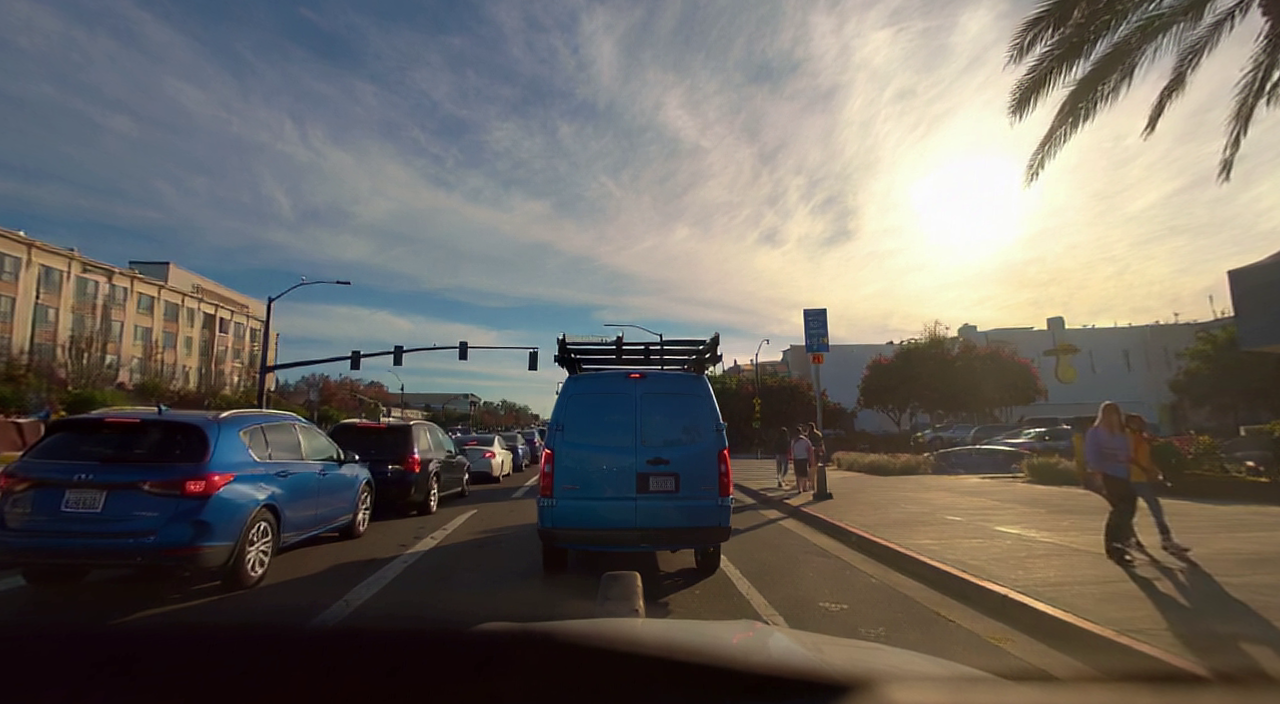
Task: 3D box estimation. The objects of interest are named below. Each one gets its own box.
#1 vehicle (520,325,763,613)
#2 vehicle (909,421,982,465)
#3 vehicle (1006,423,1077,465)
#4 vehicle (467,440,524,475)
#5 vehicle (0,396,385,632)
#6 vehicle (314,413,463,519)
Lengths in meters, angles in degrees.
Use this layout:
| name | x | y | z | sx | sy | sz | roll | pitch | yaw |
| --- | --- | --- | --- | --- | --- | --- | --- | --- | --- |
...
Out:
| name | x | y | z | sx | sy | sz | roll | pitch | yaw |
| --- | --- | --- | --- | --- | --- | --- | --- | --- | --- |
| vehicle | -0.192 | 1.222 | 7.179 | 1.902 | 2.238 | 4.263 | 1 | -9 | -6 |
| vehicle | 12.649 | 3.766 | 26.037 | 2.046 | 1.675 | 3.924 | -6 | -10 | 33 |
| vehicle | 15.775 | 3.620 | 24.730 | 2.048 | 1.475 | 3.972 | -6 | -10 | 34 |
| vehicle | -6.835 | 4.896 | 29.574 | 1.818 | 1.479 | 4.428 | 4 | -9 | -22 |
| vehicle | -4.399 | 1.464 | 6.670 | 1.986 | 1.643 | 4.315 | 1 | -9 | -6 |
| vehicle | -5.202 | 2.413 | 13.882 | 2.089 | 1.854 | 5.022 | 2 | -9 | -11 |
